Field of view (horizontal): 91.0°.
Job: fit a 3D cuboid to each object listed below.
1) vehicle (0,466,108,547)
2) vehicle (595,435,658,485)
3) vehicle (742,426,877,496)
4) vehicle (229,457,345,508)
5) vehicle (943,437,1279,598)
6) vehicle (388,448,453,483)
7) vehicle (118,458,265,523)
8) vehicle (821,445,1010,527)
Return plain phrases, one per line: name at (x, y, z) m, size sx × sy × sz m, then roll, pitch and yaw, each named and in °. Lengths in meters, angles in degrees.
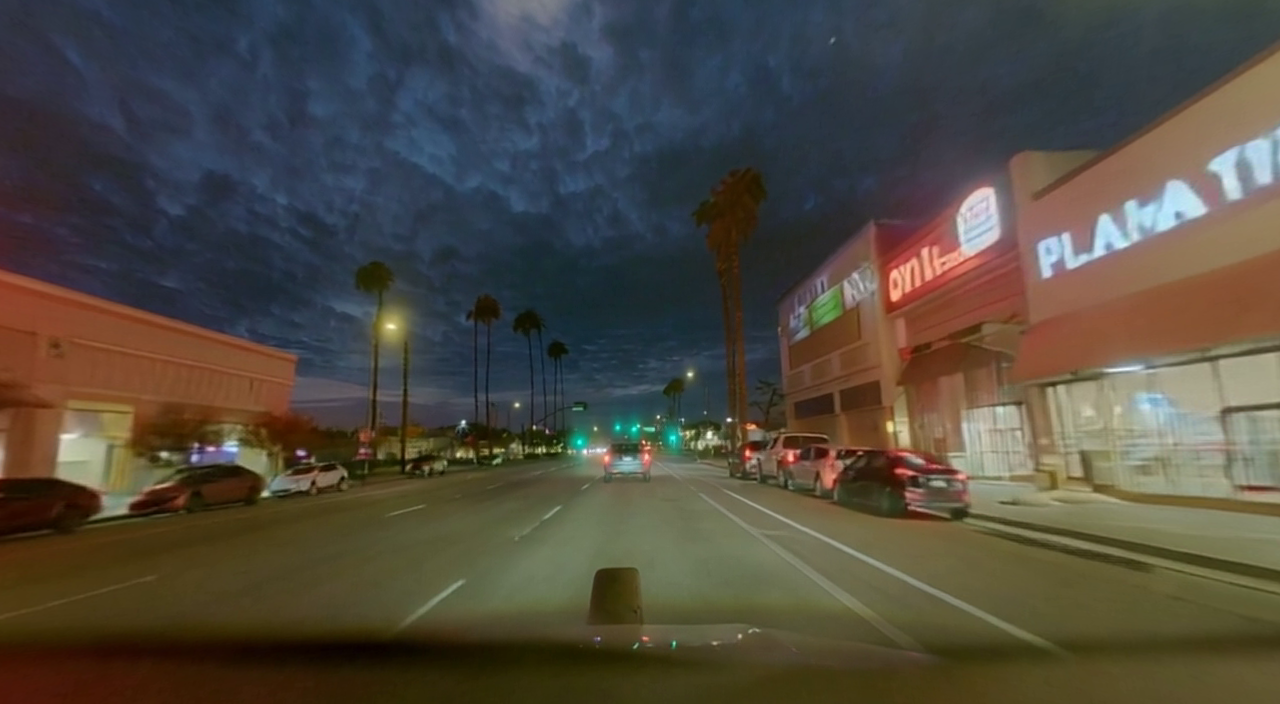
vehicle at (-13.086, 3.056, 12.111) m, size 1.804 × 1.441 × 4.534 m, roll -4°, pitch -8°, yaw 0°
vehicle at (-0.485, 4.185, 24.696) m, size 2.239 × 1.763 × 4.096 m, roll 0°, pitch -8°, yaw 0°
vehicle at (5.416, 3.616, 21.358) m, size 2.568 × 1.974 × 6.203 m, roll 0°, pitch -8°, yaw -3°
vehicle at (-13.363, 4.929, 24.215) m, size 1.914 × 1.489 × 4.523 m, roll -4°, pitch -8°, yaw 0°
vehicle at (5.914, 1.861, 8.119) m, size 1.727 × 1.456 × 4.569 m, roll 0°, pitch -8°, yaw 0°
vehicle at (-13.516, 6.974, 39.065) m, size 2.296 × 1.847 × 4.856 m, roll -4°, pitch -8°, yaw -1°
vehicle at (-13.252, 4.066, 18.900) m, size 1.774 × 1.522 × 3.699 m, roll -4°, pitch -8°, yaw -2°
vehicle at (5.571, 2.730, 13.575) m, size 1.805 × 1.429 × 4.911 m, roll 0°, pitch -8°, yaw -1°
